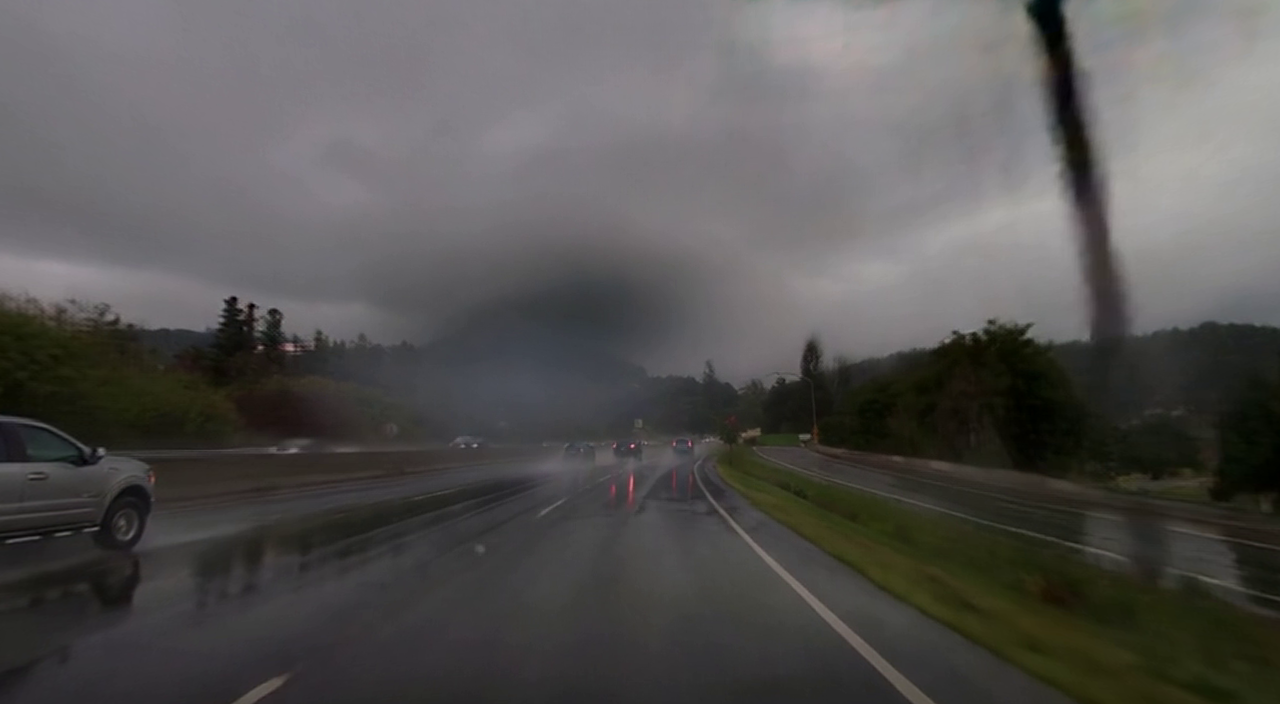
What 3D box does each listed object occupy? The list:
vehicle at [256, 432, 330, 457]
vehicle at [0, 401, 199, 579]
[{"bbox_3d":[-21.776,5.880,39.807,1.830,1.440,4.476,0,-10,5],"label":"vehicle"},{"bbox_3d":[-6.891,1.264,5.863,1.923,1.630,4.857,1,-9,2],"label":"vehicle"}]
